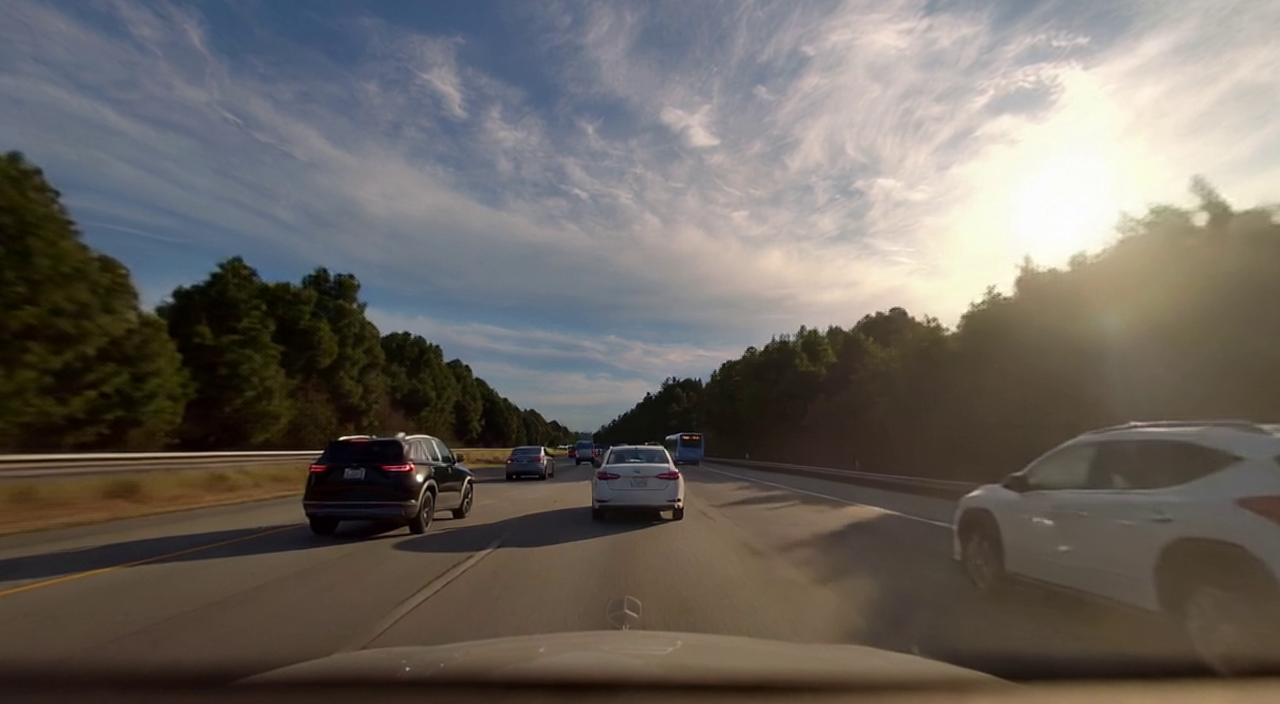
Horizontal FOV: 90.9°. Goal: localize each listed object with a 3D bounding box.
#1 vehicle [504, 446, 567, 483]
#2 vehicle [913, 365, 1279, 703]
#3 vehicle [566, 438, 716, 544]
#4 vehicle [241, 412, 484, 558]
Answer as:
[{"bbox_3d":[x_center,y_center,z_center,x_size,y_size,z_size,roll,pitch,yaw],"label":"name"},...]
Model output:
[{"bbox_3d":[-4.458,4.855,27.498,2.122,1.491,3.800,0,-9,-1],"label":"vehicle"},{"bbox_3d":[3.706,1.104,3.964,1.996,1.688,4.207,0,-9,-1],"label":"vehicle"},{"bbox_3d":[-0.044,2.308,11.105,2.120,1.478,4.179,0,-9,-2],"label":"vehicle"},{"bbox_3d":[-3.792,1.886,9.562,1.830,1.703,4.142,0,-9,-1],"label":"vehicle"}]
